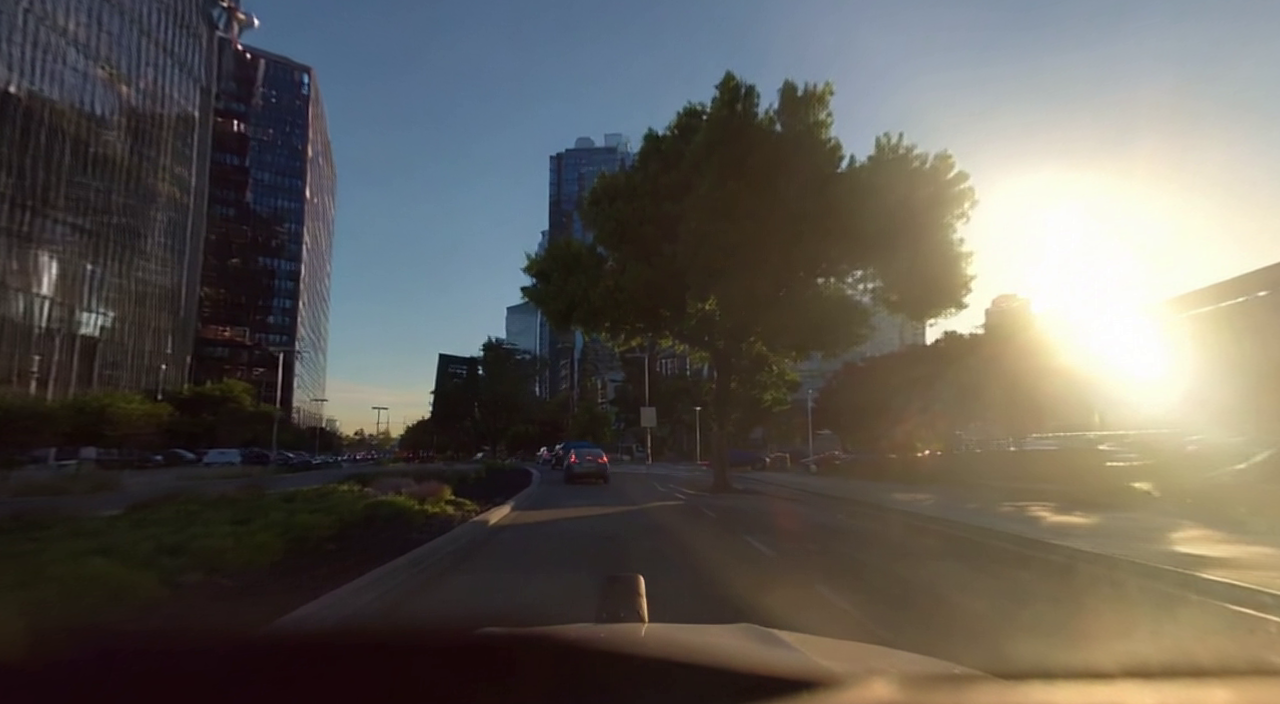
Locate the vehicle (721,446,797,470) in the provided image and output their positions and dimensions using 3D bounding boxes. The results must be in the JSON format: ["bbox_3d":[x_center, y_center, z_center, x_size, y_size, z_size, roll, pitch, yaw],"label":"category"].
[{"bbox_3d":[7.889,7.096,42.129,4.645,1.505,2.100,0,-9,1],"label":"vehicle"}]

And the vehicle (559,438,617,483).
[{"bbox_3d":[-2.167,4.480,26.320,2.183,1.675,4.319,1,-8,-5],"label":"vehicle"}]
